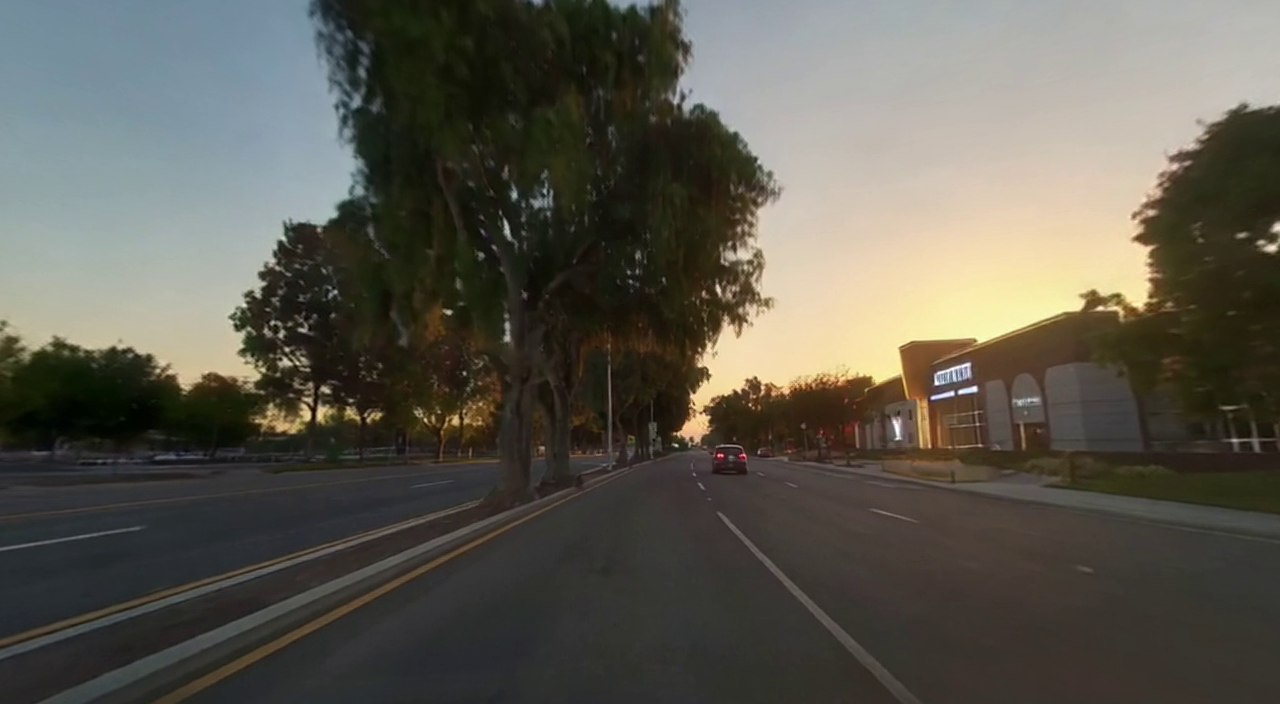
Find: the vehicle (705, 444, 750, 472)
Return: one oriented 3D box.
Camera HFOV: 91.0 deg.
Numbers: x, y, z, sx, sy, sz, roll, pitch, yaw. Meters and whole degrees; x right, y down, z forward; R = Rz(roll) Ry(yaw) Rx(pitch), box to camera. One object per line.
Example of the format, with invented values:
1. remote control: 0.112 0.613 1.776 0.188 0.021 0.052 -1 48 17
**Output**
1. vehicle: 4.854 5.948 35.597 2.015 1.479 4.444 0 -9 2
